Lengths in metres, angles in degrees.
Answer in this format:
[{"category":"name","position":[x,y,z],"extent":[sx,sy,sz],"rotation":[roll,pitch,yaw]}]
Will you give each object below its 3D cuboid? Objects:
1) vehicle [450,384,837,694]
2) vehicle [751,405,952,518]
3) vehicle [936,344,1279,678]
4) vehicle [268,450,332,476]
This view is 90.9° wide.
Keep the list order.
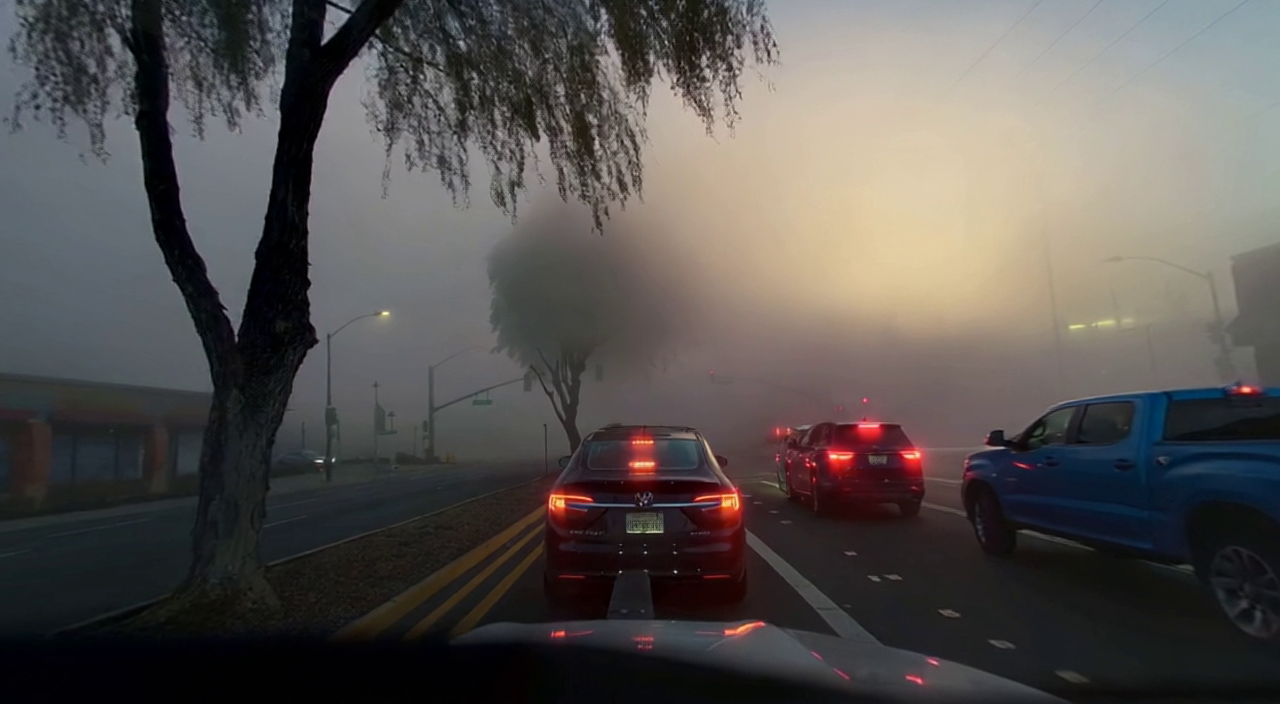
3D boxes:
[{"category":"vehicle","position":[-0.014,1.312,5.521],"extent":[2.116,1.677,3.948],"rotation":[0,-8,-1]},{"category":"vehicle","position":[4.184,2.322,13.856],"extent":[2.319,1.930,5.651],"rotation":[0,-8,-1]},{"category":"vehicle","position":[4.509,1.095,5.033],"extent":[2.019,1.803,4.634],"rotation":[0,-8,0]},{"category":"vehicle","position":[-24.069,7.833,44.852],"extent":[1.798,1.706,4.385],"rotation":[-1,-8,6]}]
